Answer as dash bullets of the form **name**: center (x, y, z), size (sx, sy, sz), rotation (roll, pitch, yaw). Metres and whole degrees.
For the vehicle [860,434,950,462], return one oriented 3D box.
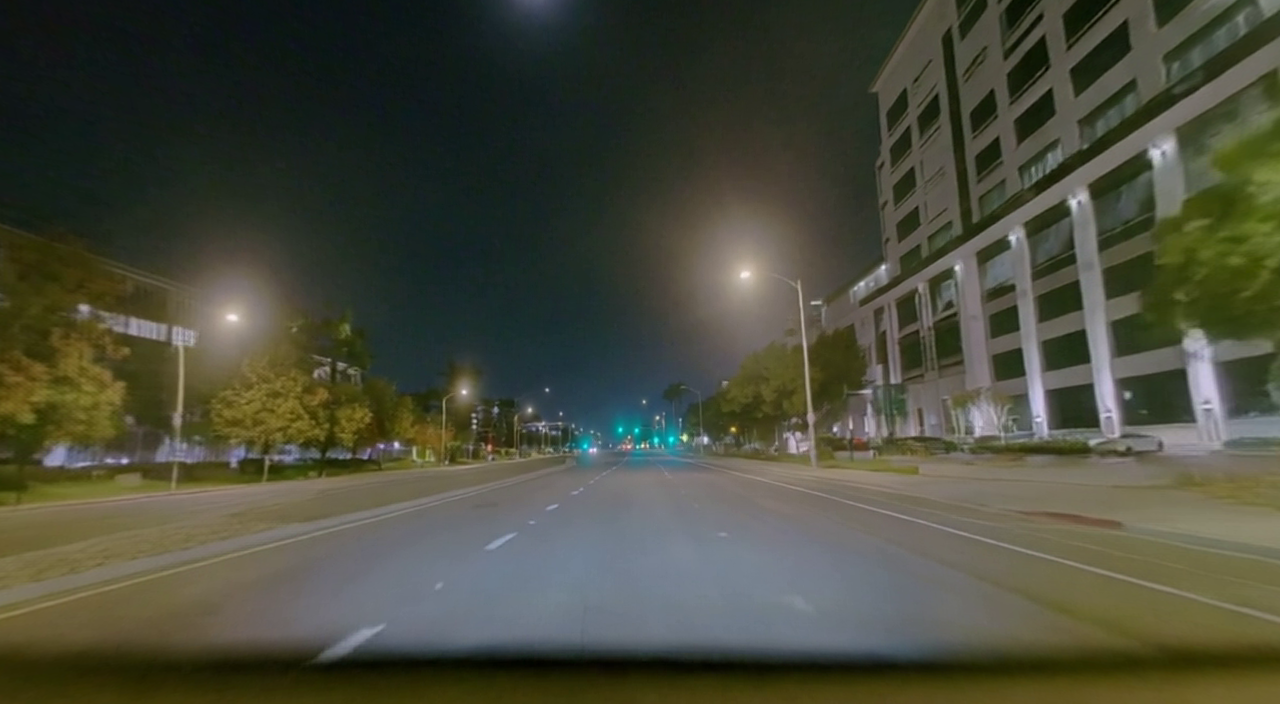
- **vehicle**: center (17.291, 6.292, 41.356), size (4.938, 1.729, 2.098), rotation (1, -8, -4)

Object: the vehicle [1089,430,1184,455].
- **vehicle**: center (30.213, 5.518, 38.508), size (4.324, 1.472, 1.711), rotation (0, -8, -1)
